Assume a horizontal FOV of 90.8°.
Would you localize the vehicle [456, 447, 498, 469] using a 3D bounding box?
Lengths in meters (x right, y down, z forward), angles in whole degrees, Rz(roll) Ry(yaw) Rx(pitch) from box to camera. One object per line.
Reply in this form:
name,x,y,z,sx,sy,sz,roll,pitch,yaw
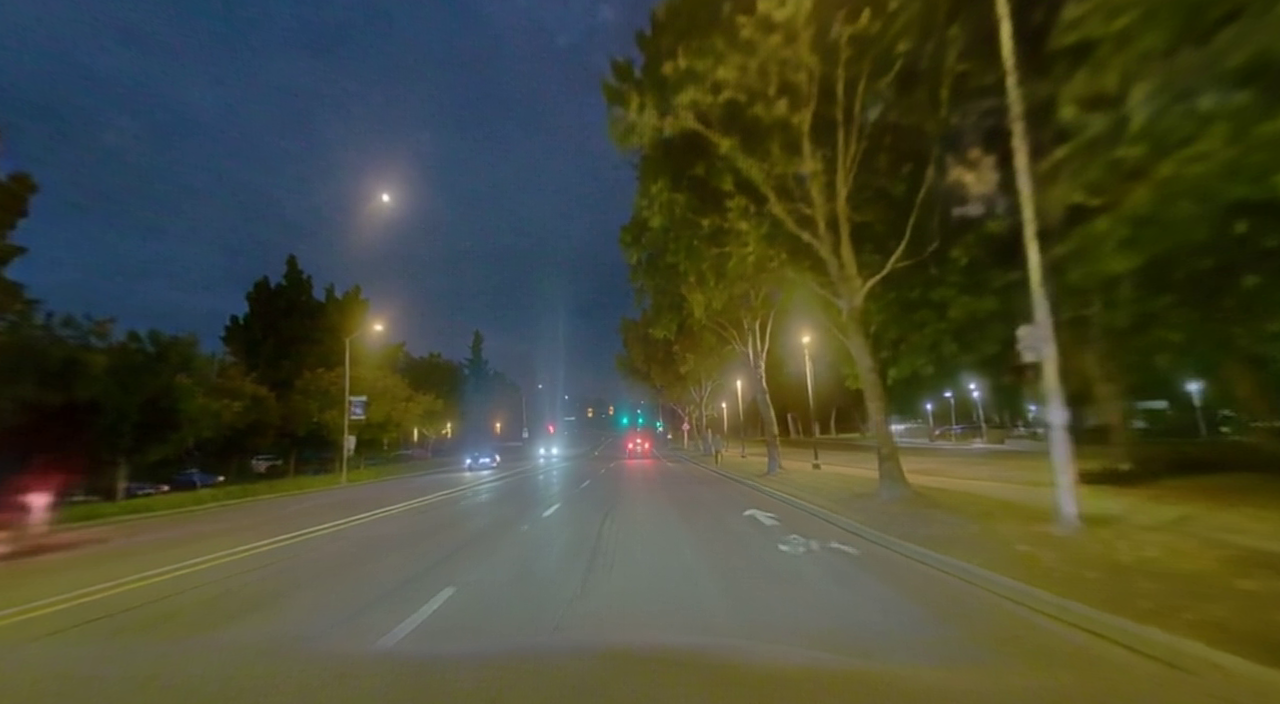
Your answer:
vehicle,-12.063,7.848,47.037,2.011,1.475,4.536,0,-8,-1
